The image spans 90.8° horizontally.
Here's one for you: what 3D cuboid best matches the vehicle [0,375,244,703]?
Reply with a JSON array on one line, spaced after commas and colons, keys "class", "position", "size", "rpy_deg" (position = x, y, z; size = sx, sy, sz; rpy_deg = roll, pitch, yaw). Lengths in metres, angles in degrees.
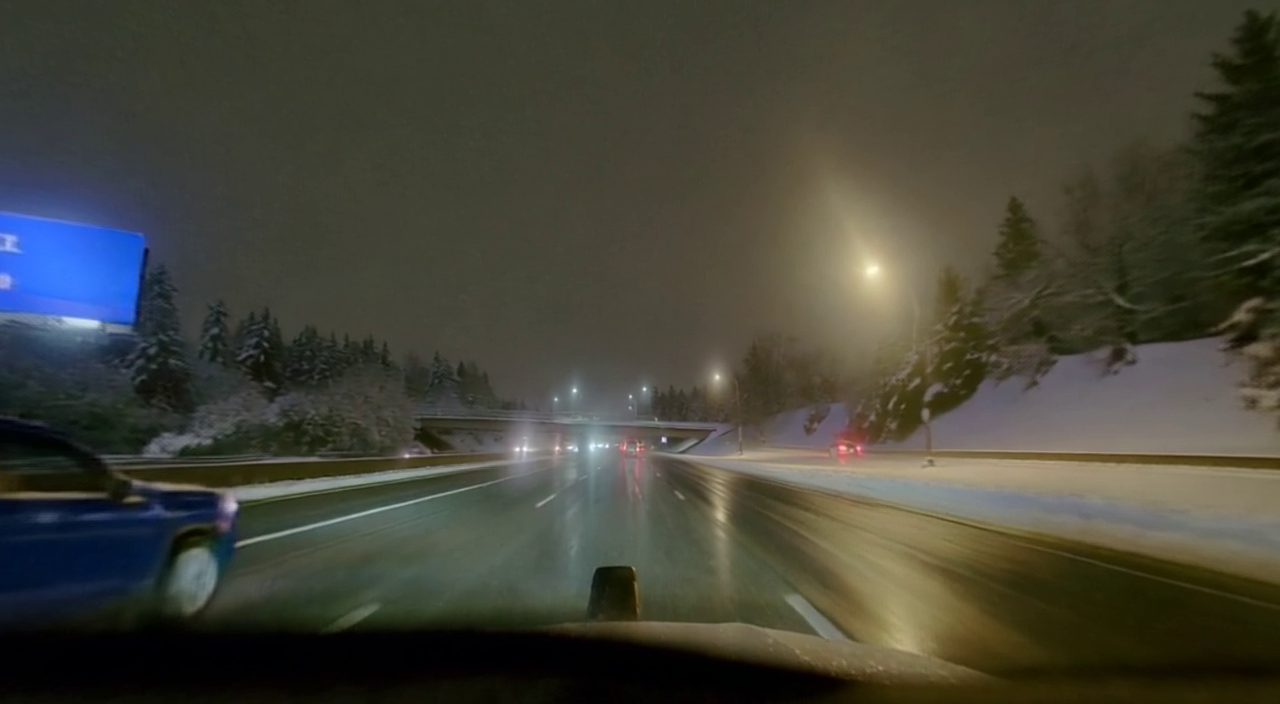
[{"class": "vehicle", "position": [-4.298, 0.924, 2.758], "size": [2.102, 1.727, 4.704], "rpy_deg": [0, -9, -1]}]
